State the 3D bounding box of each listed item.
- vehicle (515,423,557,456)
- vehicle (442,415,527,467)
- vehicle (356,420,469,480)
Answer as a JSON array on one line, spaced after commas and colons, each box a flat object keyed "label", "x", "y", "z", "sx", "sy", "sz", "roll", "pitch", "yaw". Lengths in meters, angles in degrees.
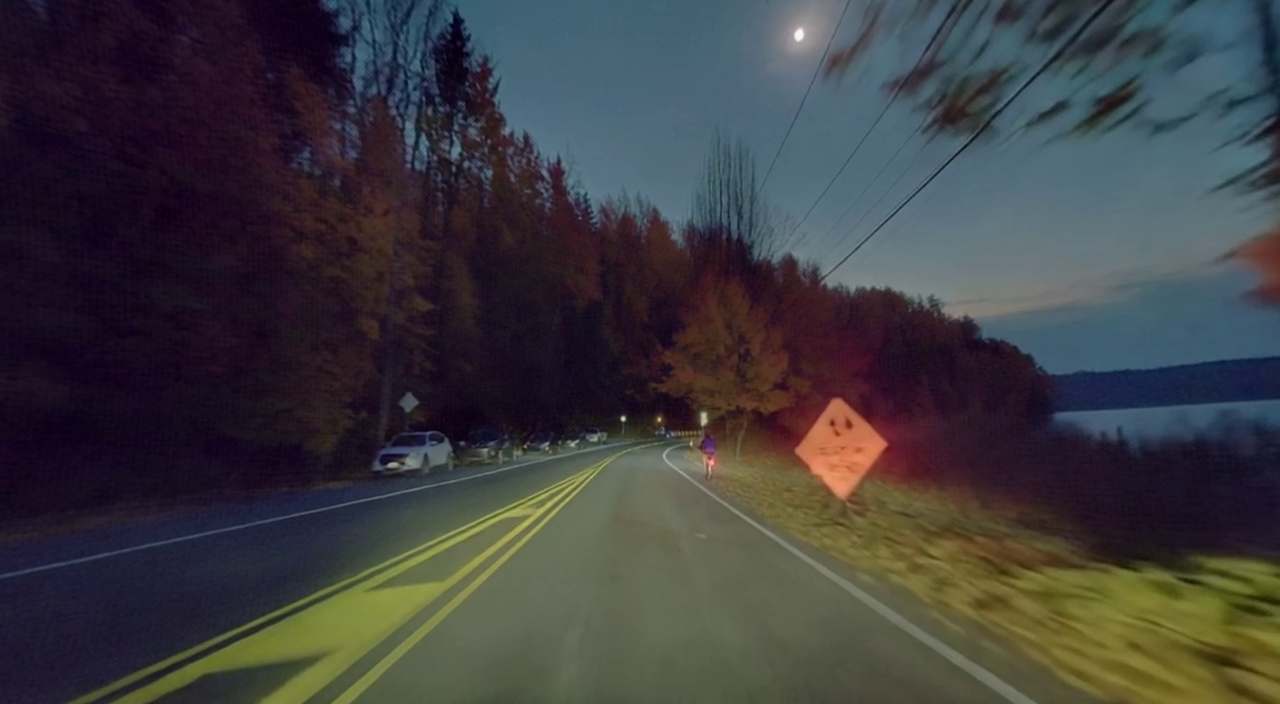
[{"label": "vehicle", "x": -7.036, "y": 6.011, "z": 43.145, "sx": 1.955, "sy": 1.908, "sz": 4.680, "roll": -5, "pitch": -9, "yaw": 0}, {"label": "vehicle", "x": -7.115, "y": 4.206, "z": 29.620, "sx": 2.312, "sy": 2.075, "sz": 5.748, "roll": -3, "pitch": -9, "yaw": 2}, {"label": "vehicle", "x": -7.652, "y": 3.321, "z": 21.761, "sx": 1.991, "sy": 1.759, "sz": 4.443, "roll": -3, "pitch": -8, "yaw": 4}]
